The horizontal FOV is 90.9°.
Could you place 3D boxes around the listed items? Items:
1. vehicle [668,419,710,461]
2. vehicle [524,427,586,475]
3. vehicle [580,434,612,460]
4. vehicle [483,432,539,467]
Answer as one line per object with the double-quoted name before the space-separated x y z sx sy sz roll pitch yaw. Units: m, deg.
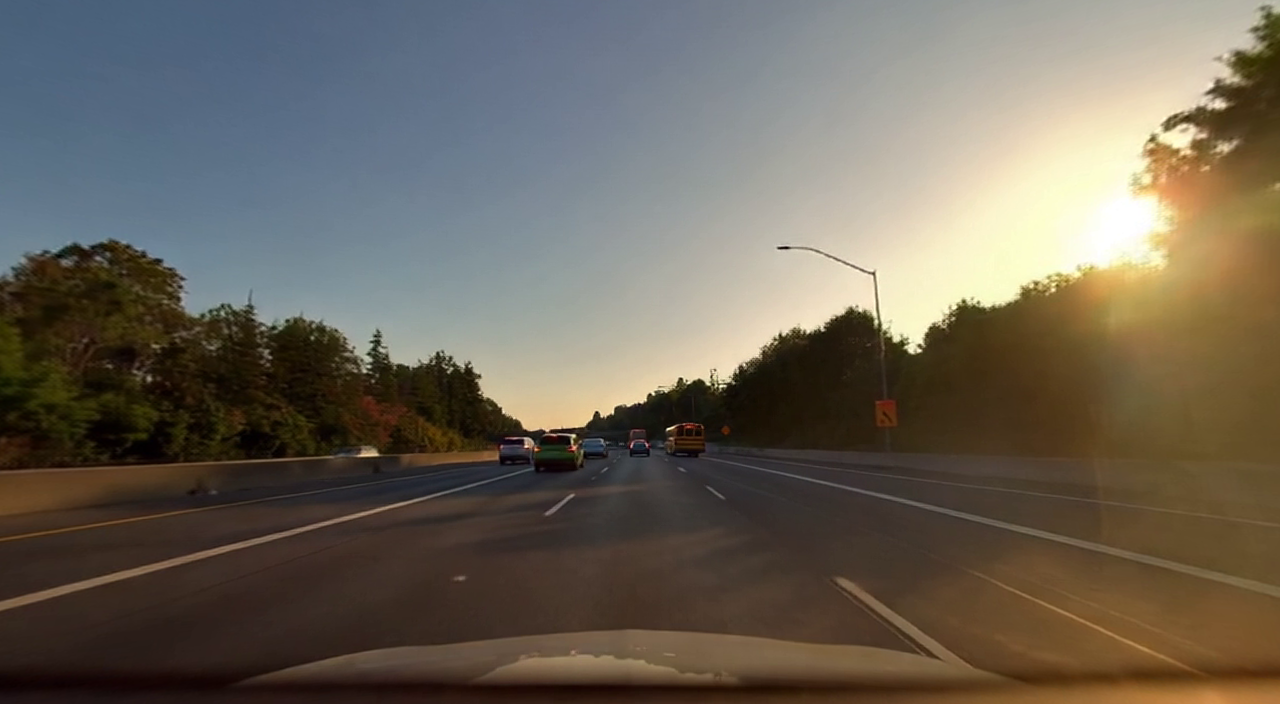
"vehicle" 3.547 6.603 47.143 2.573 2.828 6.754 0 -8 0
"vehicle" -3.596 4.283 27.464 2.016 1.898 4.458 0 -8 1
"vehicle" -3.374 7.411 49.234 2.155 1.843 4.567 0 -8 0
"vehicle" -7.423 5.709 36.859 2.217 1.870 5.075 0 -8 0
